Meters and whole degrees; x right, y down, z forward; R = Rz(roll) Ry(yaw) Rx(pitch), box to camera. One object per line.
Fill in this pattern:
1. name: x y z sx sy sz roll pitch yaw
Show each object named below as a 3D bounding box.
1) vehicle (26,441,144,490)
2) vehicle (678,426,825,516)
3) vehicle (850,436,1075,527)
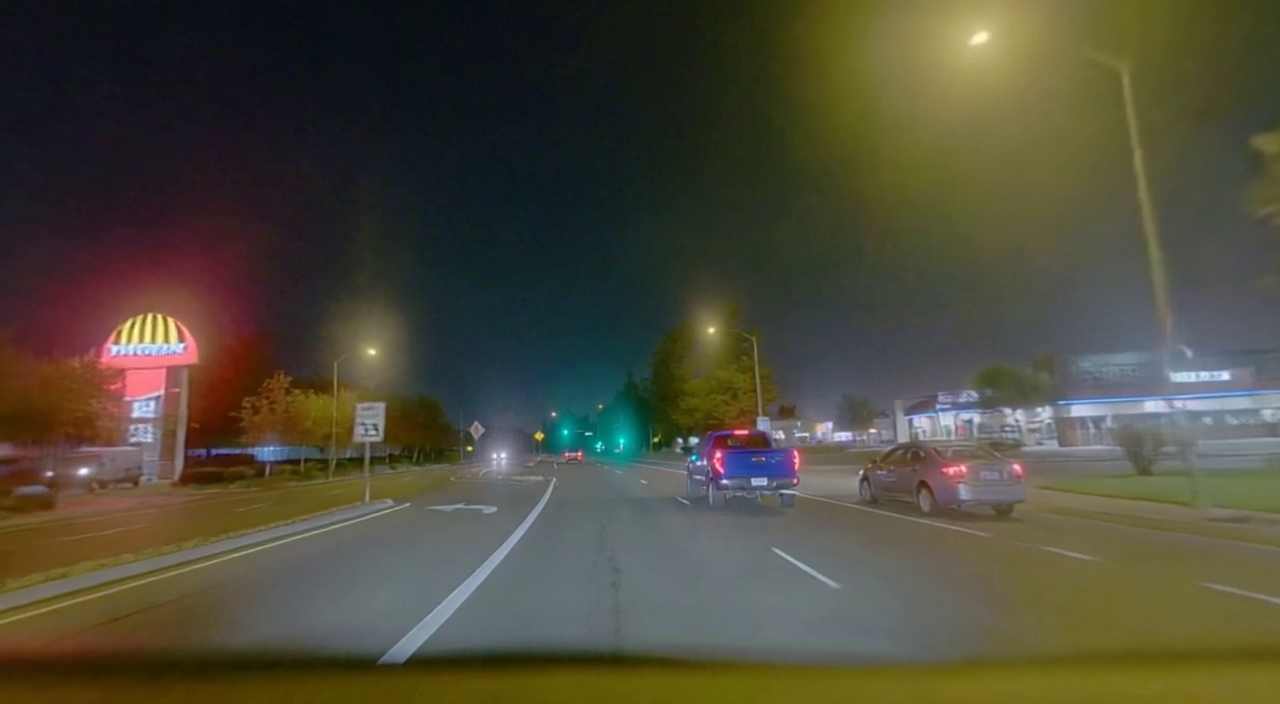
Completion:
1. vehicle: -32.465 6.607 37.294 2.217 2.629 5.839 1 -9 -9
2. vehicle: 2.352 2.713 14.962 2.214 1.749 4.998 1 -9 -4
3. vehicle: 6.081 2.465 12.648 1.986 1.480 4.296 1 -8 -4
